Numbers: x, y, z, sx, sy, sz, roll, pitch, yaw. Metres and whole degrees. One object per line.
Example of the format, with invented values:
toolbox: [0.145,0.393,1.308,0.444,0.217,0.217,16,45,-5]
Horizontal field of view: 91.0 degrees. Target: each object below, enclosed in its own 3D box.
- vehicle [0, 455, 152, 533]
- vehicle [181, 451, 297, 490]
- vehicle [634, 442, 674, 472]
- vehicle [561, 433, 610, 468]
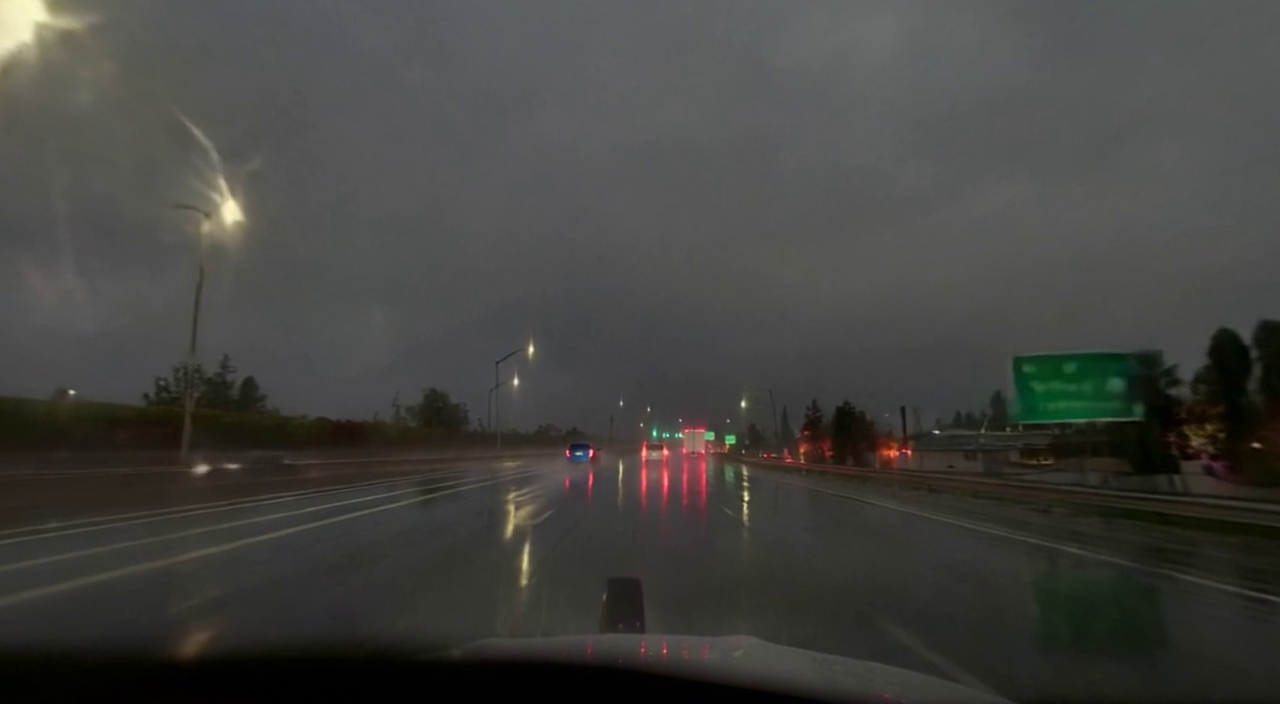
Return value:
vehicle: [-13.717,3.083,14.049,1.911,1.499,4.586,0,-9,1]
vehicle: [-17.702,5.218,28.161,1.950,1.538,4.798,0,-9,1]
vehicle: [0.772,5.767,34.892,2.086,1.548,4.325,0,-9,1]
vehicle: [-3.052,5.714,36.540,2.264,1.901,4.647,0,-9,2]
